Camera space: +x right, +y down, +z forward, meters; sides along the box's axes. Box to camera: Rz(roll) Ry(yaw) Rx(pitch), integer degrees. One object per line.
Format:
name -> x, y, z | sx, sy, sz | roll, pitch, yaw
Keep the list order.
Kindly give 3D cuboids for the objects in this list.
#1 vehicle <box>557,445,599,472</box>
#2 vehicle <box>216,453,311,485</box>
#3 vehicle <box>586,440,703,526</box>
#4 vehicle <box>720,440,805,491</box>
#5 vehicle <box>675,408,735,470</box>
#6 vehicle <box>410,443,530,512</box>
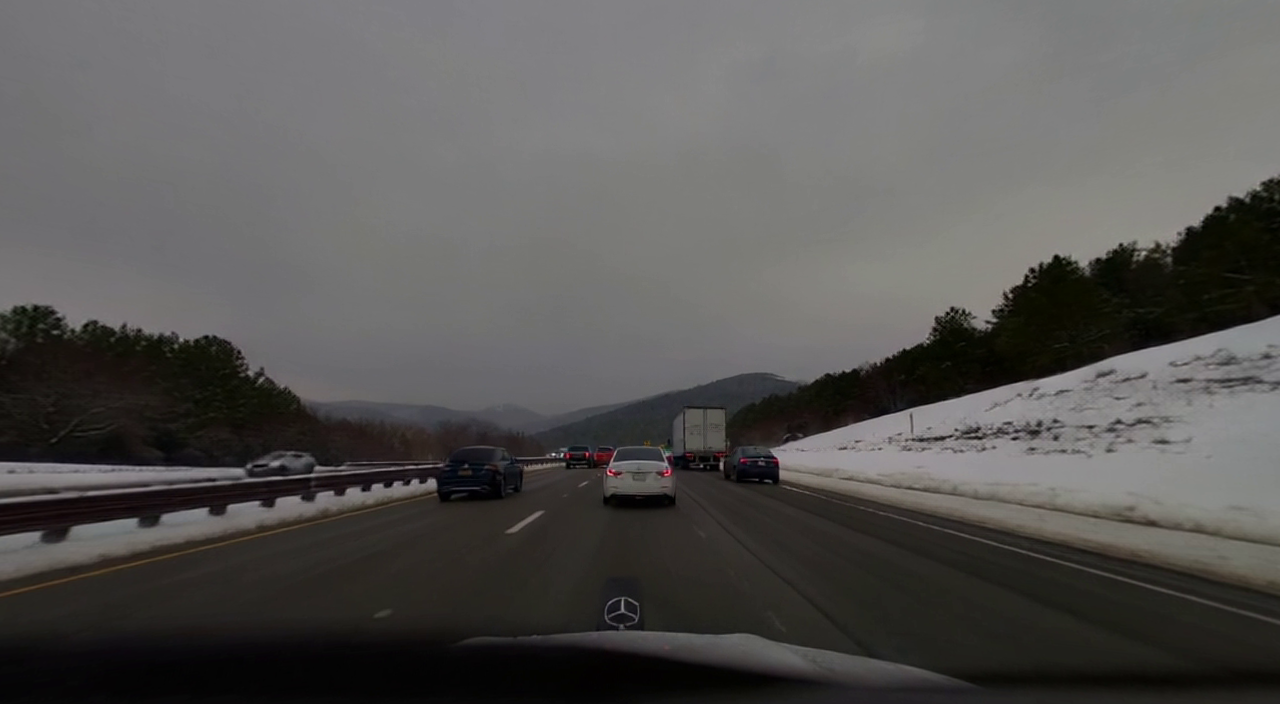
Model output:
vehicle -> -4.036, 7.012, 41.801 | 2.211, 1.669, 4.224 | 0, -9, 1
vehicle -> -18.905, 5.869, 31.980 | 1.871, 1.464, 4.572 | -1, -9, 2
vehicle -> 0.086, 2.591, 12.932 | 2.041, 1.484, 3.535 | 0, -9, 0
vehicle -> 4.148, 3.934, 22.142 | 2.029, 1.579, 4.484 | 0, -9, -1
vehicle -> 4.701, 6.967, 49.441 | 3.194, 4.038, 16.301 | 0, -9, 1
vehicle -> -4.092, 3.075, 15.870 | 1.848, 1.486, 3.832 | 0, -9, 1
